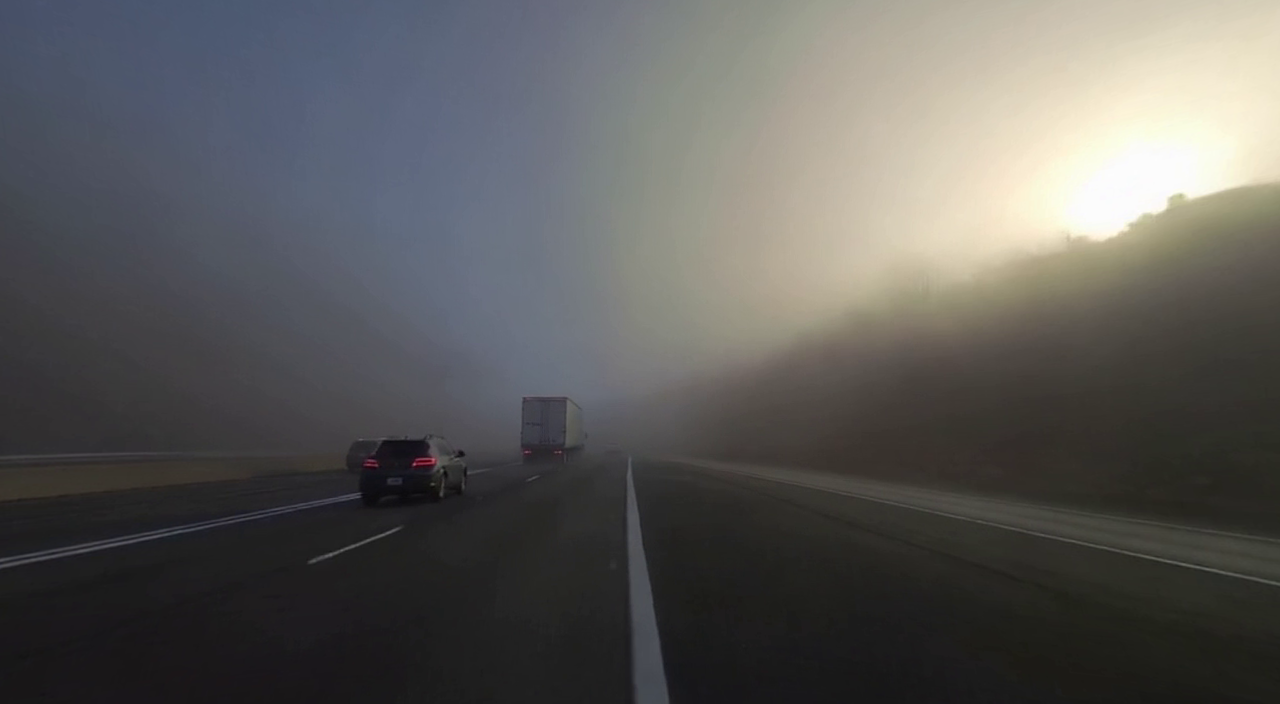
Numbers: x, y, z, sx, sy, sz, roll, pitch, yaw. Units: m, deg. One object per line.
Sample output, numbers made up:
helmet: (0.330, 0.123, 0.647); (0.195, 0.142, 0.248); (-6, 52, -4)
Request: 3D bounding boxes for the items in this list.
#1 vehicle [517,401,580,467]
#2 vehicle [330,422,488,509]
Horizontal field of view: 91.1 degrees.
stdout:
vehicle: (-5.929, 5.637, 42.558); (2.981, 3.860, 11.022); (1, -8, -2)
vehicle: (-5.176, 2.614, 14.858); (2.099, 1.734, 4.413); (0, -8, -1)
